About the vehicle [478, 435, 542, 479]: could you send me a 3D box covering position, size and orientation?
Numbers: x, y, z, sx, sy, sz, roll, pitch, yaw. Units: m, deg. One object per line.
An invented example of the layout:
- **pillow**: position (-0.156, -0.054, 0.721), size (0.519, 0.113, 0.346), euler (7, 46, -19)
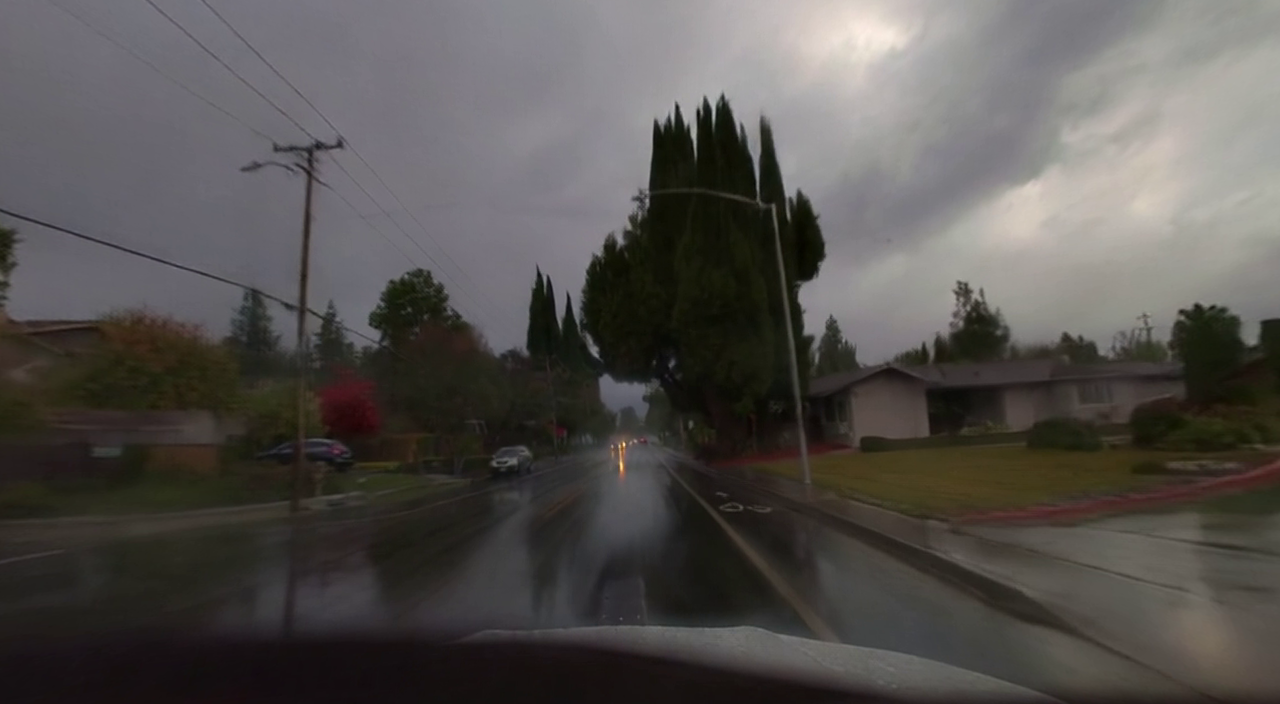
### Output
- **vehicle**: position (-6.572, 5.381, 32.521), size (2.176, 1.885, 5.174), euler (-4, -9, -1)

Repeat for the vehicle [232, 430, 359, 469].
- **vehicle**: position (-15.633, 4.441, 28.804), size (4.735, 1.712, 1.992), euler (-2, -9, 9)
